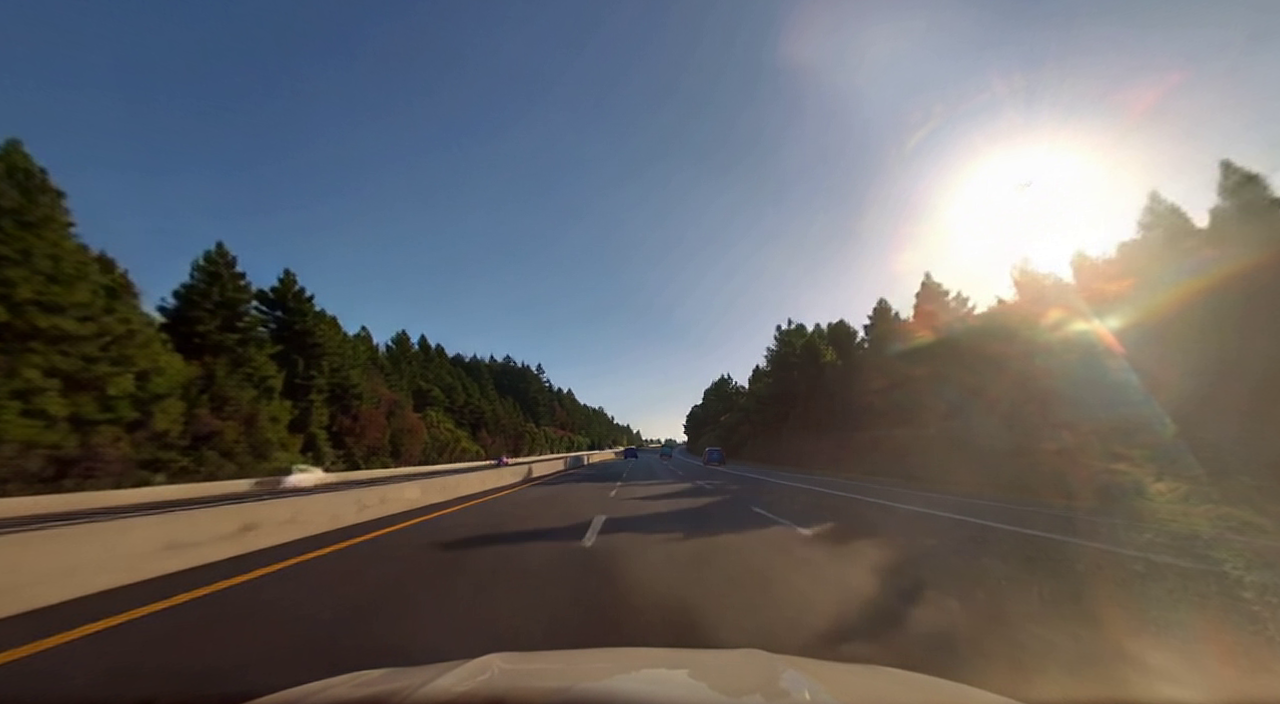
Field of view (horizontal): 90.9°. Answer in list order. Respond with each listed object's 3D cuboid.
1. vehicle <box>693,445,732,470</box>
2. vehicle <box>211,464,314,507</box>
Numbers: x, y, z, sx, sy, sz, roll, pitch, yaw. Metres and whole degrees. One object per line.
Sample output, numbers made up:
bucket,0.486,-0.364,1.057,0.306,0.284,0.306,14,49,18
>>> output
vehicle,4.867,7.203,43.073,2.175,1.574,3.943,0,-9,0
vehicle,-17.383,6.132,29.298,2.070,1.754,4.268,0,-9,0
